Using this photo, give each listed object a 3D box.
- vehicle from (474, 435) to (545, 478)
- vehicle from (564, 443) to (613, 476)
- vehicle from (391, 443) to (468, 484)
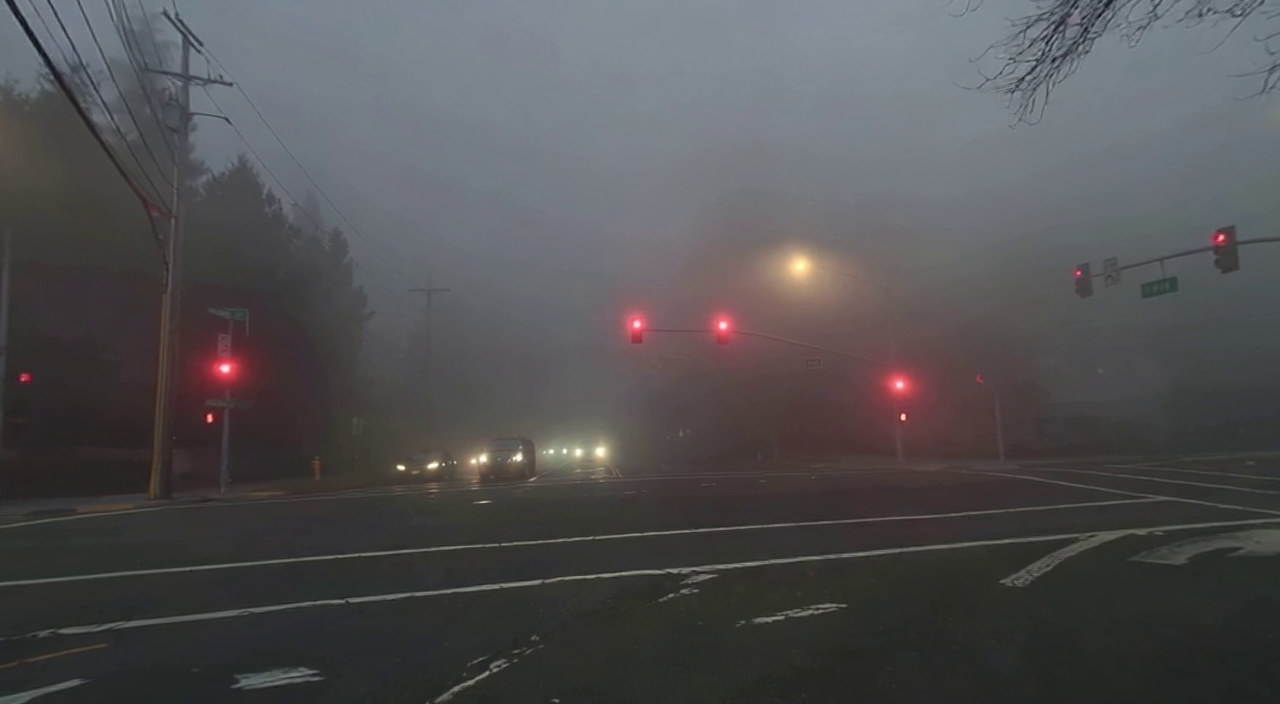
[{"bbox_3d":[-6.411,5.221,31.764,2.479,1.977,5.254,0,-9,-1],"label":"vehicle"},{"bbox_3d":[-2.435,5.212,30.925,2.174,1.477,4.805,0,-9,-2],"label":"vehicle"},{"bbox_3d":[-10.186,5.388,30.988,2.241,1.819,4.690,0,-9,-1],"label":"vehicle"}]
